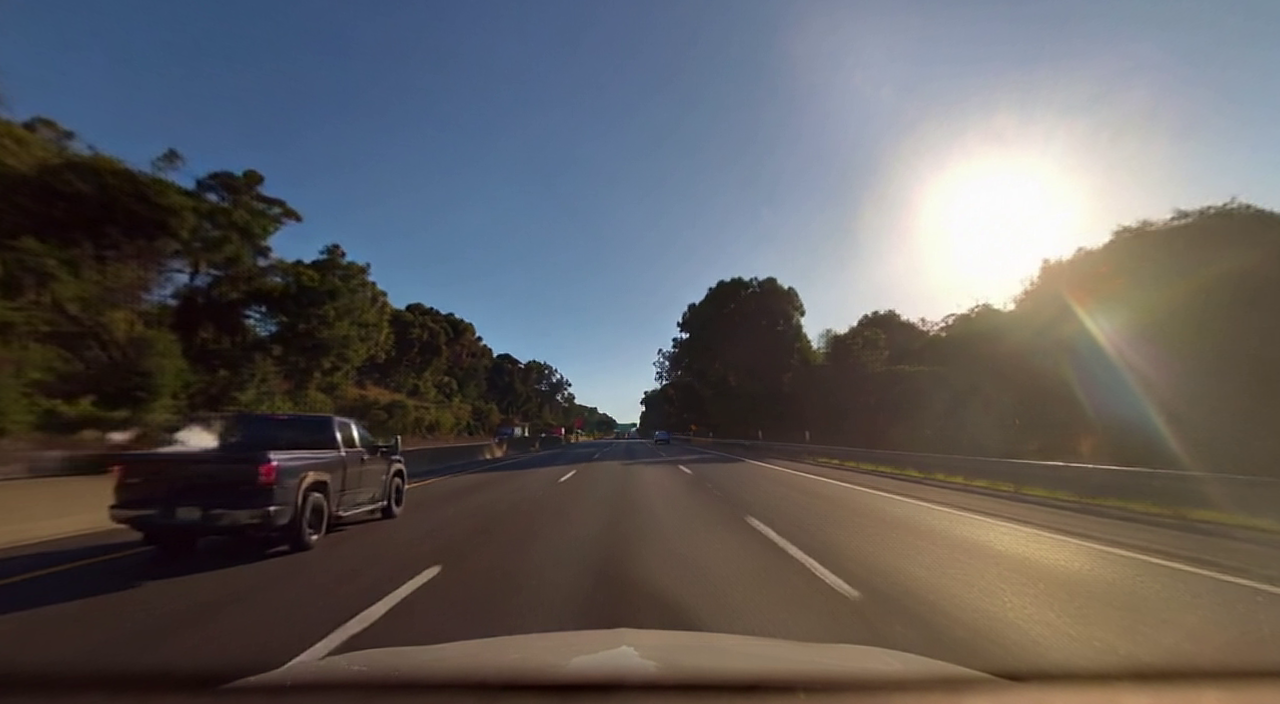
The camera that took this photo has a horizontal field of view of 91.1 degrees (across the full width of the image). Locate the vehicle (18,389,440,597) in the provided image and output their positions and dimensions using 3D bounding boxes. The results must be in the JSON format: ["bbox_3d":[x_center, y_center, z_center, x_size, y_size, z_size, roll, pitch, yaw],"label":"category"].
[{"bbox_3d":[-3.863,1.362,6.958,2.000,1.620,3.929,0,-8,0],"label":"vehicle"}]
